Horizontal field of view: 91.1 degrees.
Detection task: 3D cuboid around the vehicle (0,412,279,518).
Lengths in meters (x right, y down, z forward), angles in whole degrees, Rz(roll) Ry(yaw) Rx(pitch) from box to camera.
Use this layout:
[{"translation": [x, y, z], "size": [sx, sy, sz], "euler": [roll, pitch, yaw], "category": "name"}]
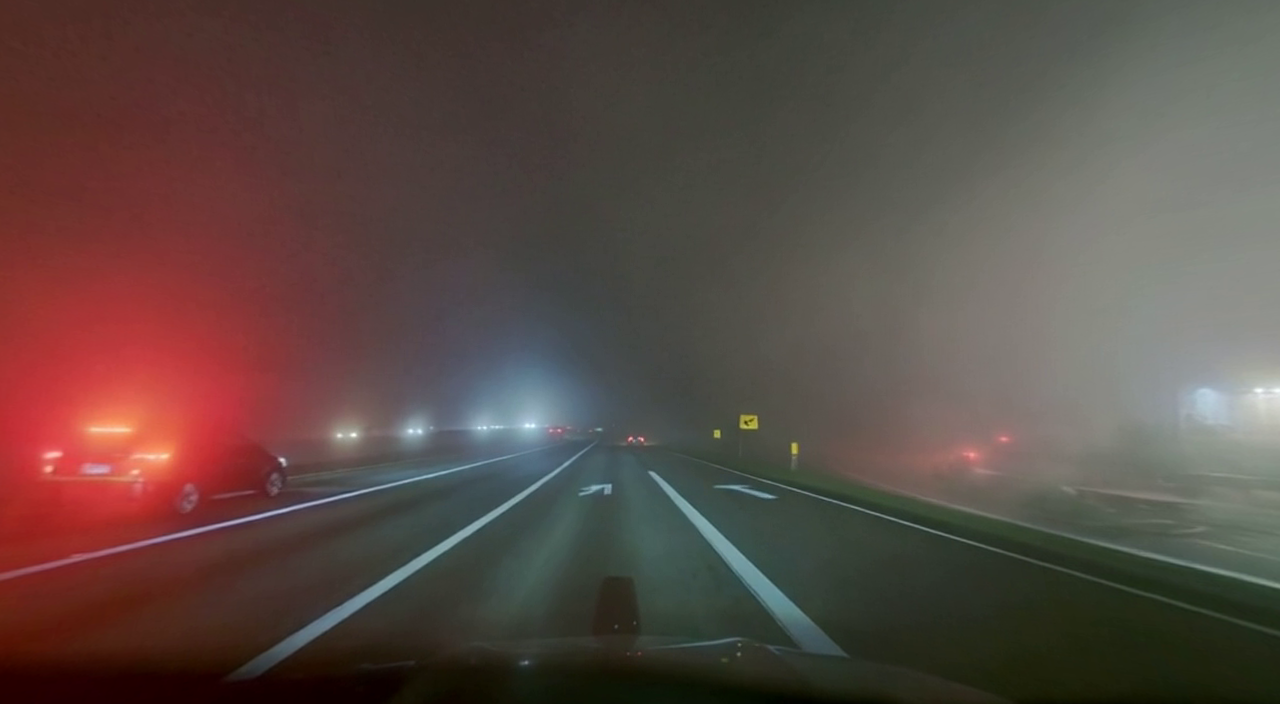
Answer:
[{"translation": [-8.997, 1.992, 11.689], "size": [1.828, 1.549, 4.846], "euler": [0, -8, -2], "category": "vehicle"}]
